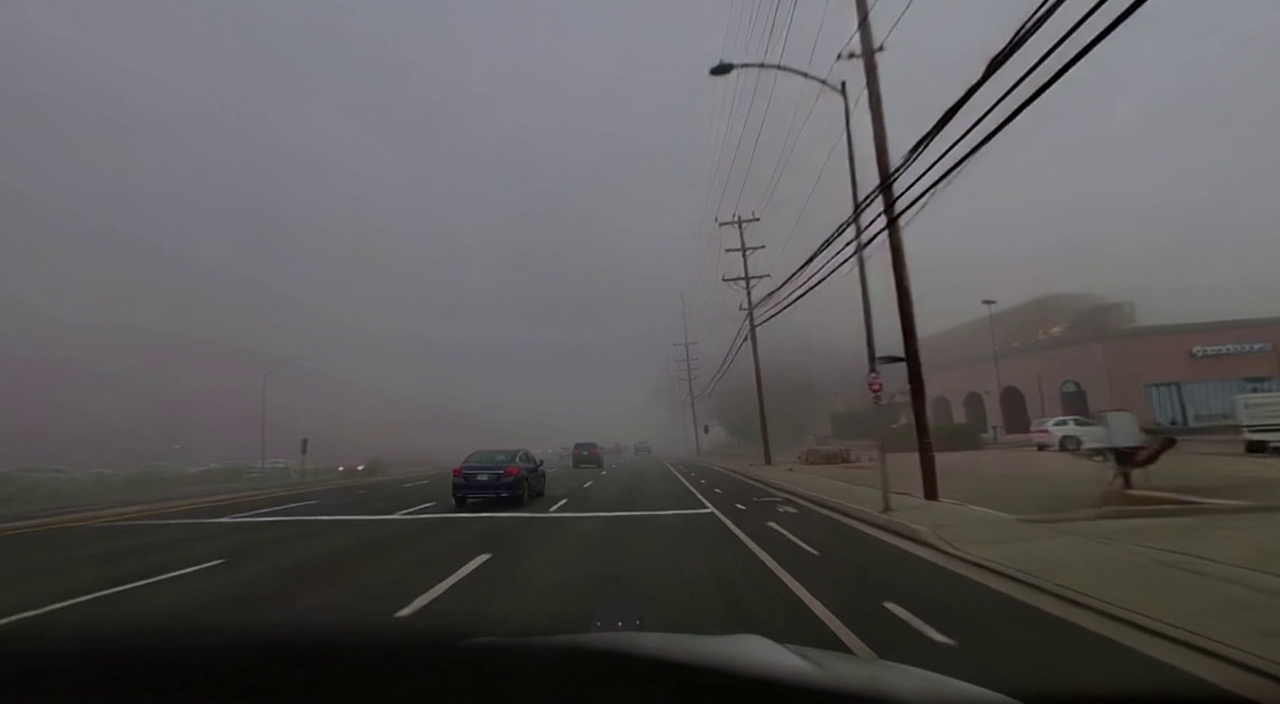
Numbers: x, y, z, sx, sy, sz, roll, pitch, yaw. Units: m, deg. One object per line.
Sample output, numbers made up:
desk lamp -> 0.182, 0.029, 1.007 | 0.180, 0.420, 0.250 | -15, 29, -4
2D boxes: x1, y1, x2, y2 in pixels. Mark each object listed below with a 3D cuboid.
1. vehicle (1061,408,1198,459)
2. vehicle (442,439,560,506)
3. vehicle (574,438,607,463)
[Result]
vehicle -> 16.525, 2.805, 21.235 | 4.497, 1.548, 1.997 | 5, -10, -30
vehicle -> -3.412, 3.049, 16.373 | 1.942, 1.469, 4.426 | 0, -9, 2
vehicle -> -3.569, 7.259, 46.450 | 2.087, 1.736, 4.311 | 0, -9, 0
